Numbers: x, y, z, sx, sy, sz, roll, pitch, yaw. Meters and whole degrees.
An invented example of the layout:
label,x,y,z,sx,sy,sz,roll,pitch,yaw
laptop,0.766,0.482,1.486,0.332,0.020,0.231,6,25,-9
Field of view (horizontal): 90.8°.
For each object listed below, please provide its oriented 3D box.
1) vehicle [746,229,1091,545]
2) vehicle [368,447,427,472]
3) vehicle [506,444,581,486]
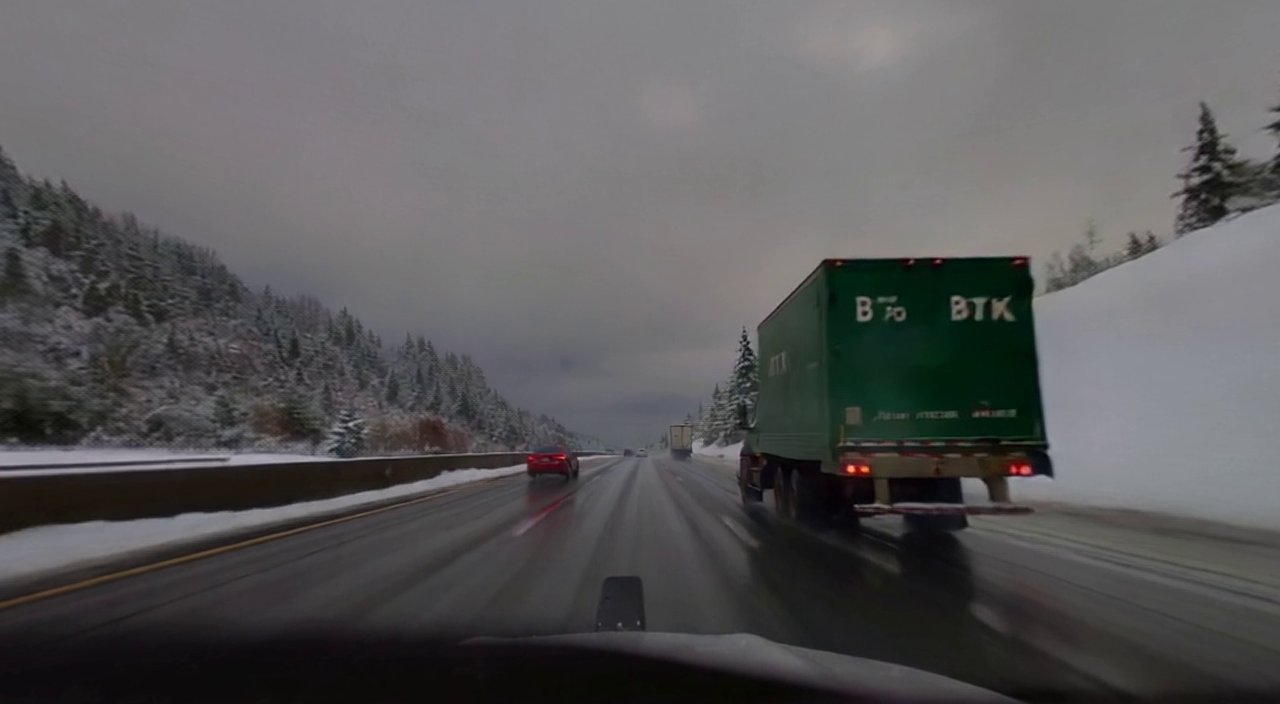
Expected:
label,x,y,z,sx,sy,sz,roll,pitch,yaw
vehicle,3.978,0.855,11.134,2.999,4.023,6.337,0,-9,-1
vehicle,-15.395,6.838,40.299,1.971,1.497,4.426,0,-9,0
vehicle,-3.663,4.428,25.047,2.060,1.475,5.314,0,-9,1
